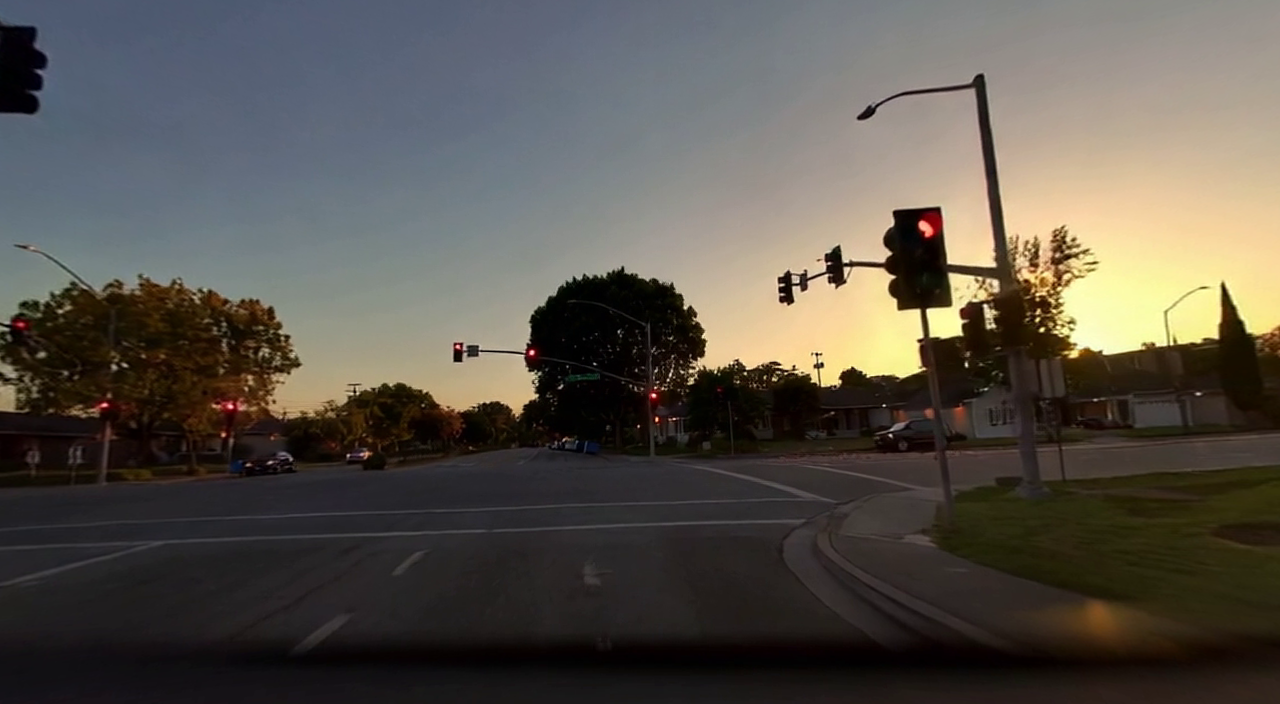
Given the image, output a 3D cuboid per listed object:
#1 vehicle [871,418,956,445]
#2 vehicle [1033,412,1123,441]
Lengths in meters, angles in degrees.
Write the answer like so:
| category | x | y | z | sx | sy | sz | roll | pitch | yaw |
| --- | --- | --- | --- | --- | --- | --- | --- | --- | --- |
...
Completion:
| category | x | y | z | sx | sy | sz | roll | pitch | yaw |
| --- | --- | --- | --- | --- | --- | --- | --- | --- | --- |
| vehicle | 18.053 | 5.286 | 41.746 | 4.681 | 1.712 | 1.976 | 0 | -8 | -4 |
| vehicle | 29.649 | 5.083 | 42.729 | 4.605 | 1.823 | 2.006 | 1 | -9 | -4 |
